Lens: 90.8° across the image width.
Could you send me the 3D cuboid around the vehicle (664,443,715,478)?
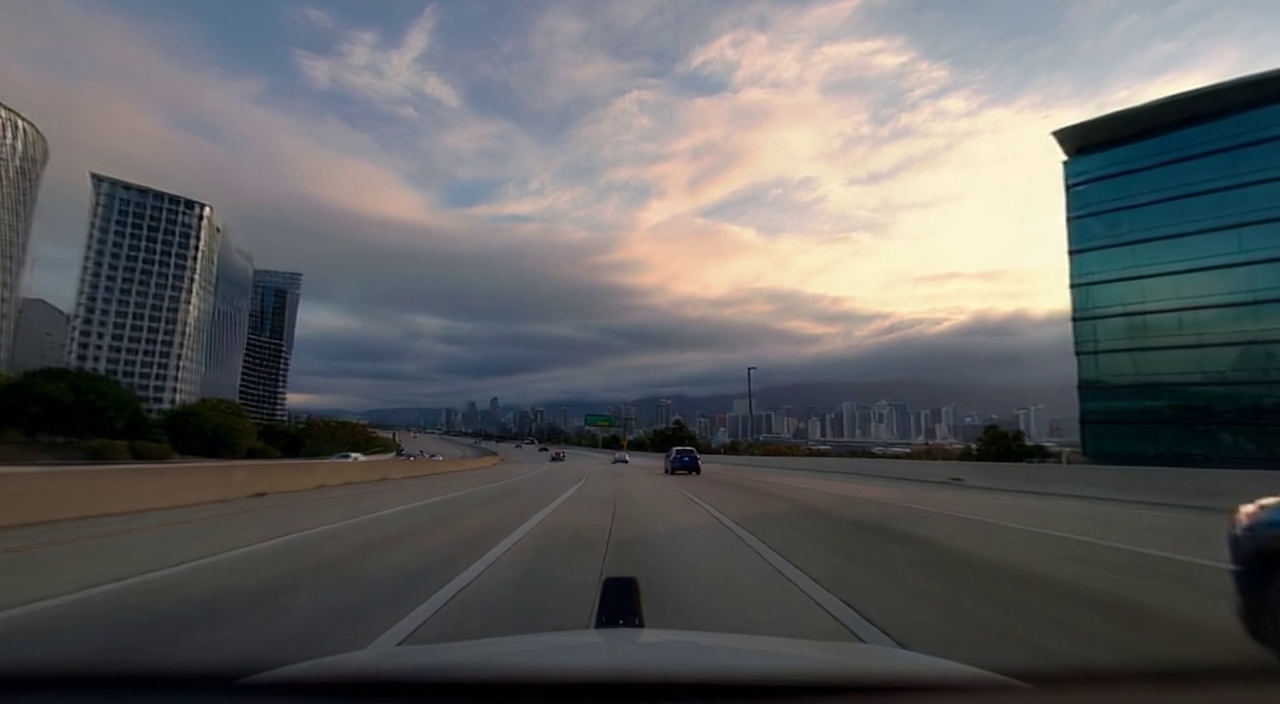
[{"bbox_3d":[2.653,5.966,35.156,2.110,1.780,4.682,0,-8,-5],"label":"vehicle"}]
